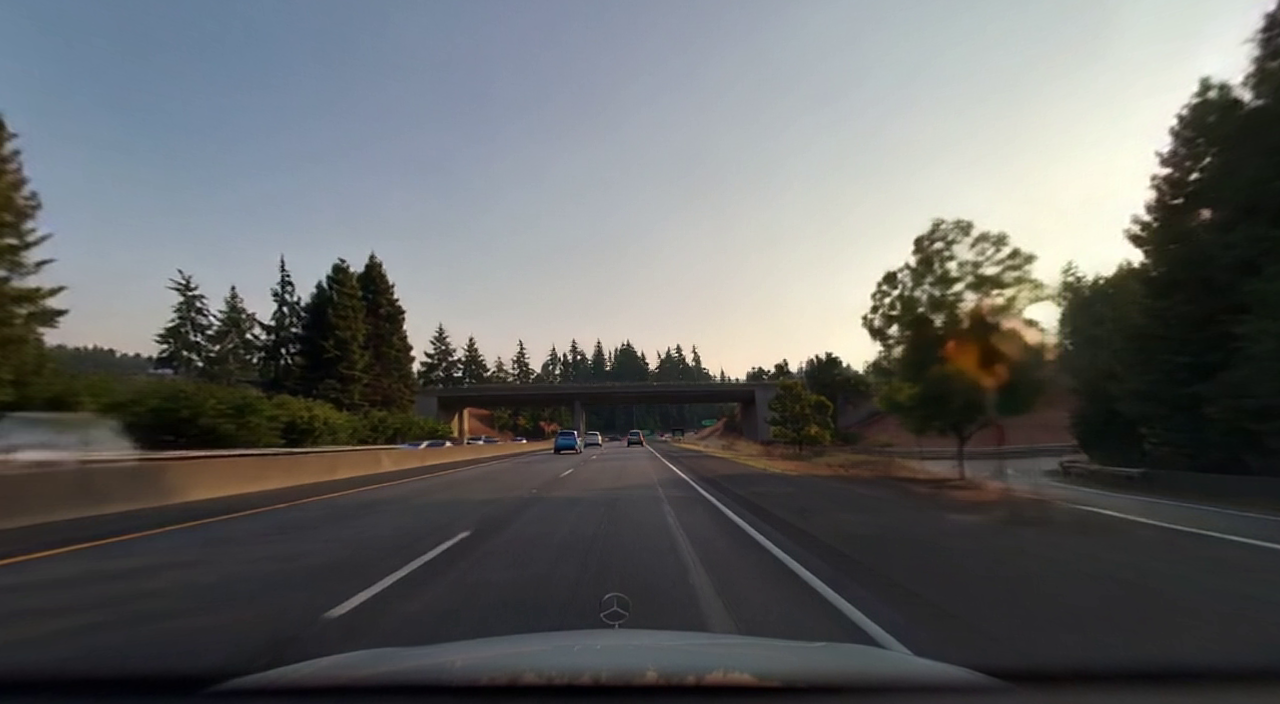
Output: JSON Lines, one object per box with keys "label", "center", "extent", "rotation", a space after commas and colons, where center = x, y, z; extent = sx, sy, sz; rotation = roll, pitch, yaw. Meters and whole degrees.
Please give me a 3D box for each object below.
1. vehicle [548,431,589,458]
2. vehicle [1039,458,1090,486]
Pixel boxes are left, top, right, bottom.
{"label": "vehicle", "center": [-4.402, 5.787, 39.529], "extent": [2.169, 1.588, 4.264], "rotation": [0, -8, -1]}
{"label": "vehicle", "center": [28.013, 7.870, 41.697], "extent": [2.033, 1.565, 4.672], "rotation": [-4, -9, 25]}
